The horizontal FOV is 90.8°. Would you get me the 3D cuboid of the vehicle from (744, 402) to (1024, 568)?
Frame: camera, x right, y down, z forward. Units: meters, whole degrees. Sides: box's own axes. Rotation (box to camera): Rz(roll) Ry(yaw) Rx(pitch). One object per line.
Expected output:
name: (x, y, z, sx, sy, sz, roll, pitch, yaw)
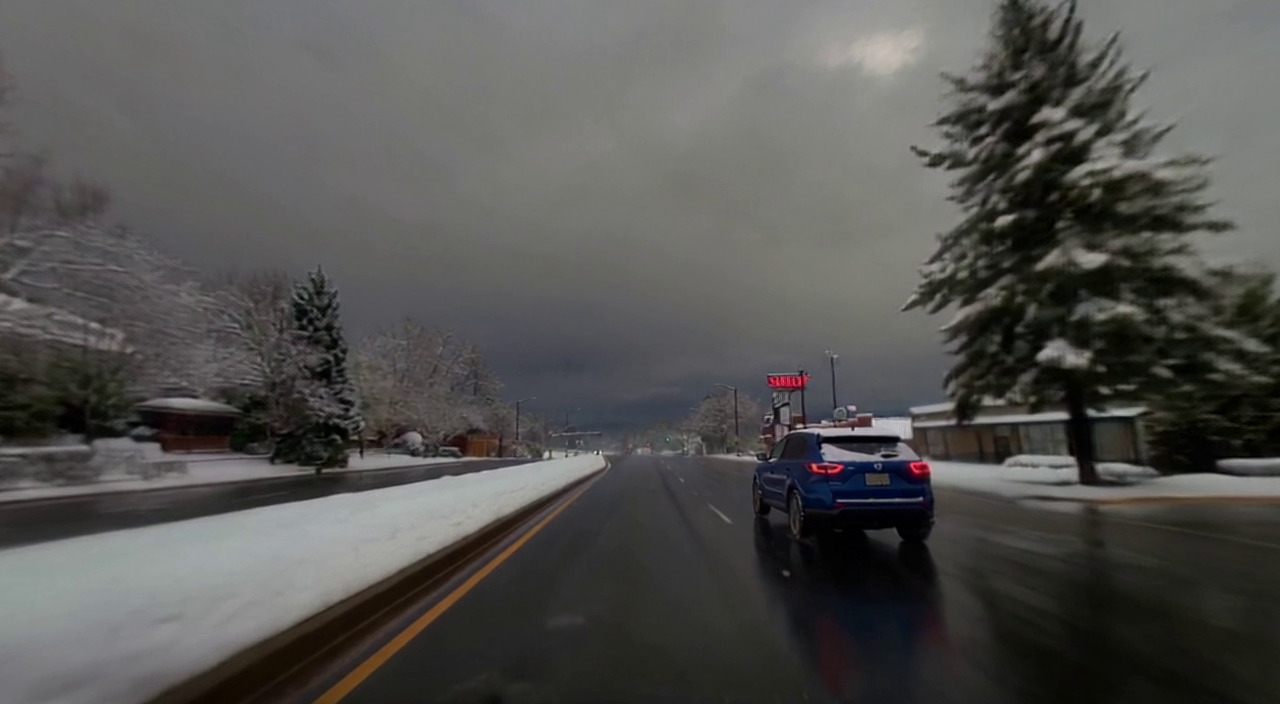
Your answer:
vehicle: (3.039, 1.789, 9.232, 2.130, 1.790, 4.615, 0, -9, -1)
